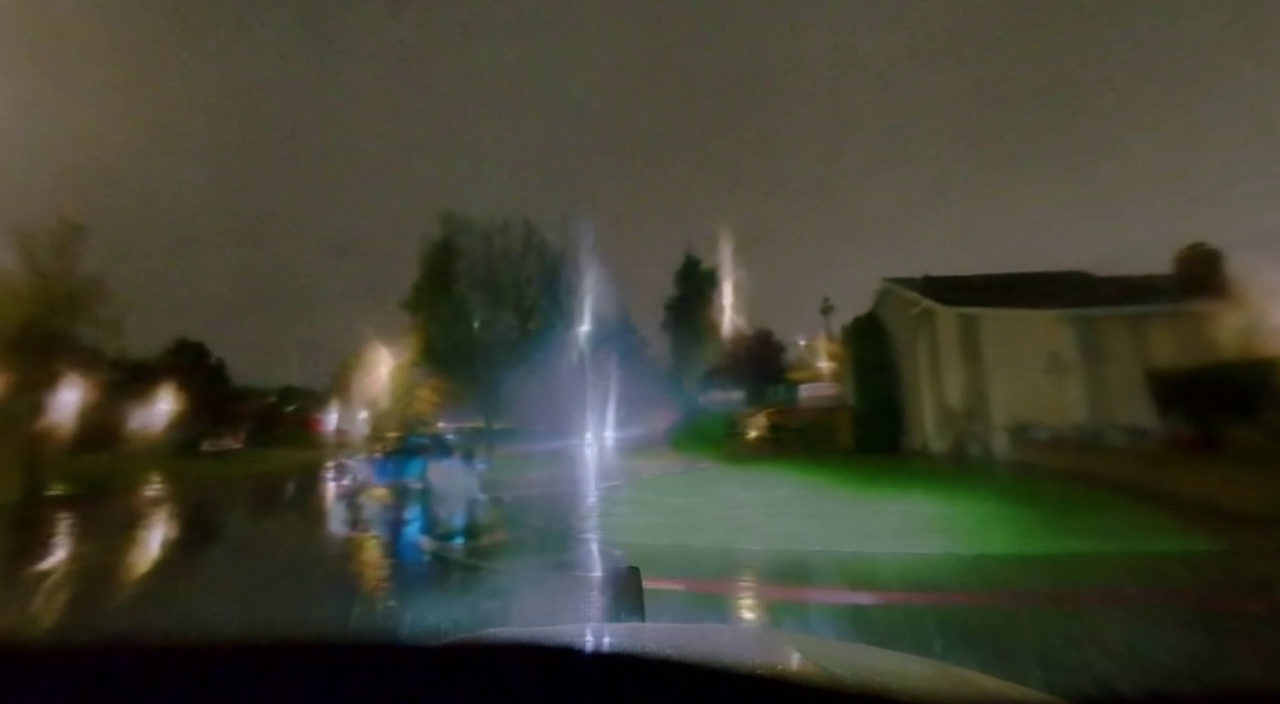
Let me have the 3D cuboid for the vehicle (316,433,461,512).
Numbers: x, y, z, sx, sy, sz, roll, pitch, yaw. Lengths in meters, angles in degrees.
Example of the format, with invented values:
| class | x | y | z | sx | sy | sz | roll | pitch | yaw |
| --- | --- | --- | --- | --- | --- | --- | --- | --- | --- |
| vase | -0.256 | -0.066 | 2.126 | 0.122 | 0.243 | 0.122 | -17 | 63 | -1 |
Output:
| class | x | y | z | sx | sy | sz | roll | pitch | yaw |
| --- | --- | --- | --- | --- | --- | --- | --- | --- | --- |
| vehicle | -5.630 | 2.713 | 14.862 | 1.969 | 1.493 | 4.681 | 0 | -8 | -7 |

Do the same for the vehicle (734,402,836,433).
| class | x | y | z | sx | sy | sz | roll | pitch | yaw |
| --- | --- | --- | --- | --- | --- | --- | --- | --- | --- |
| vehicle | 7.617 | 3.473 | 33.497 | 4.799 | 1.469 | 2.010 | 0 | -8 | -5 |
